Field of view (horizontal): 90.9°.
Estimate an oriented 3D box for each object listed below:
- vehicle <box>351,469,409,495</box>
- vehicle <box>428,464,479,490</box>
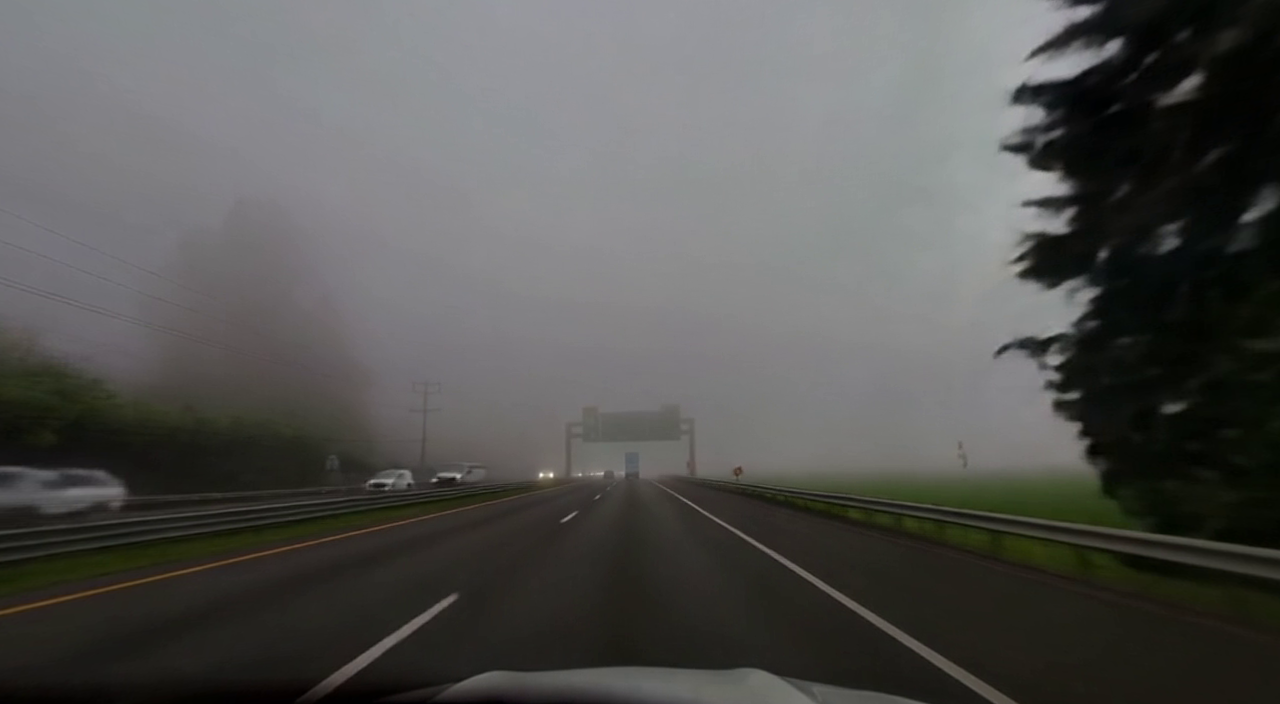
[{"bbox_3d":[-16.599,8.336,40.465,1.881,1.500,4.325,1,-11,0],"label":"vehicle"},{"bbox_3d":[-12.551,8.476,42.763,2.033,1.649,4.579,1,-11,0],"label":"vehicle"}]
